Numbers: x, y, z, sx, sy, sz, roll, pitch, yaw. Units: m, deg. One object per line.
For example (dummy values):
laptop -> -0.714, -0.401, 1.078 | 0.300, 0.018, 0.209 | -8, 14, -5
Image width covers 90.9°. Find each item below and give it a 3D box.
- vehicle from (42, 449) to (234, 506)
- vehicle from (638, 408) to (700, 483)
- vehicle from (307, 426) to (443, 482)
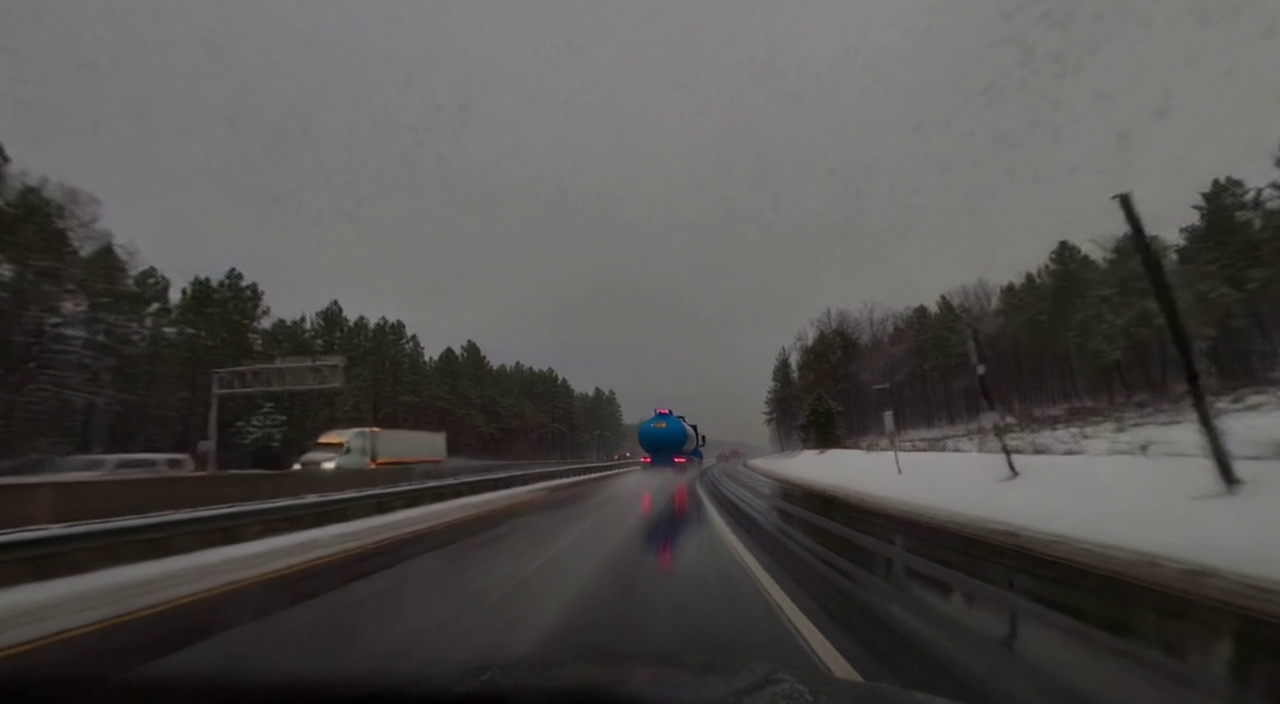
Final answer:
vehicle -> -14.831, 3.684, 19.031 | 1.877, 1.487, 4.396 | -1, -9, 6
vehicle -> 2.078, 5.744, 38.835 | 2.907, 3.747, 13.318 | -1, -8, 6
vehicle -> -16.549, 6.509, 40.687 | 2.850, 3.134, 10.723 | -2, -9, 8
